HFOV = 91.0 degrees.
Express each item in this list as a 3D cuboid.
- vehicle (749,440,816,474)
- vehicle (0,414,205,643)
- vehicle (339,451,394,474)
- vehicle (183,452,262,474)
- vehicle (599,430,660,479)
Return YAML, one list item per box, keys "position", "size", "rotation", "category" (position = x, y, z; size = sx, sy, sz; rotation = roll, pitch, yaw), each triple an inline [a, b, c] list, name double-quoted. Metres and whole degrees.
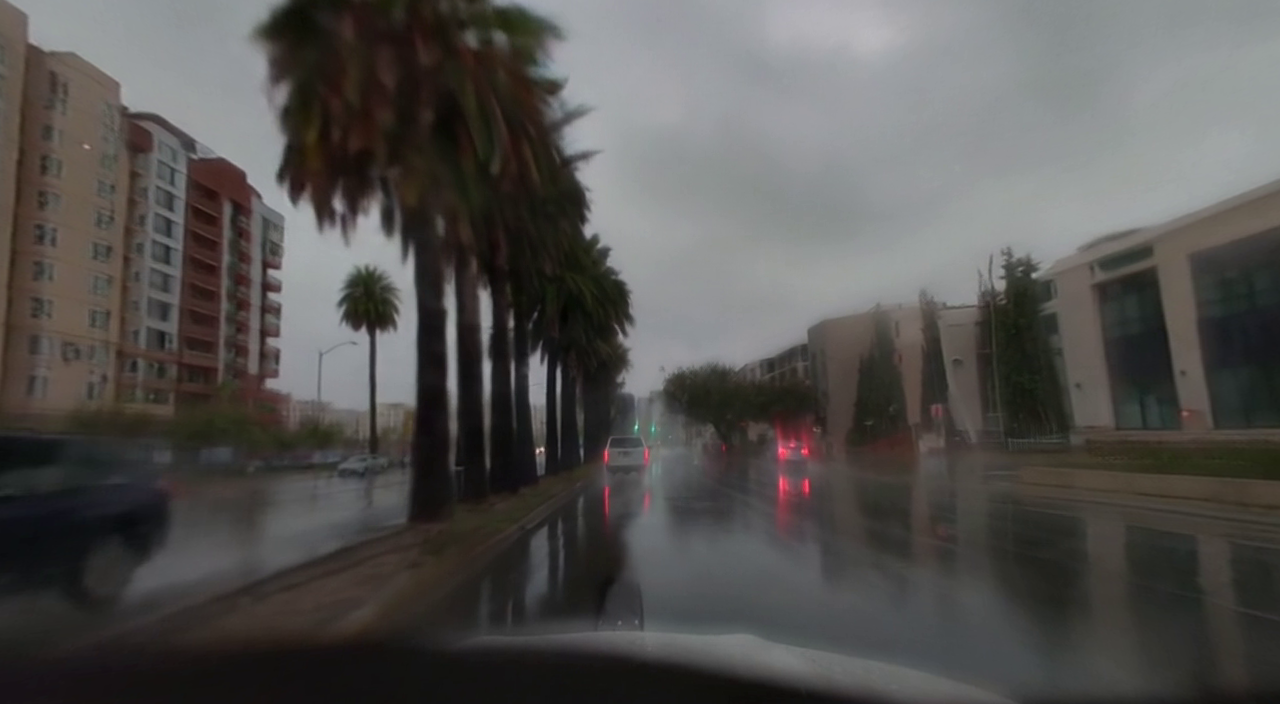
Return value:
- position: [6.659, 4.944, 29.949]
  size: [1.975, 1.483, 4.769]
  rotation: [0, -8, -1]
  category: "vehicle"
- position: [-5.236, 1.189, 3.951]
  size: [2.028, 1.489, 4.386]
  rotation: [-3, -8, -2]
  category: "vehicle"
- position: [-19.528, 7.906, 45.130]
  size: [1.920, 1.505, 4.351]
  rotation: [0, -8, 2]
  category: "vehicle"
- position: [-30.186, 8.019, 45.610]
  size: [4.400, 1.474, 1.732]
  rotation: [0, -9, -1]
  category: "vehicle"
- position: [-0.426, 4.195, 25.965]
  size: [2.277, 1.816, 4.192]
  rotation: [0, -8, -1]
  category: "vehicle"
